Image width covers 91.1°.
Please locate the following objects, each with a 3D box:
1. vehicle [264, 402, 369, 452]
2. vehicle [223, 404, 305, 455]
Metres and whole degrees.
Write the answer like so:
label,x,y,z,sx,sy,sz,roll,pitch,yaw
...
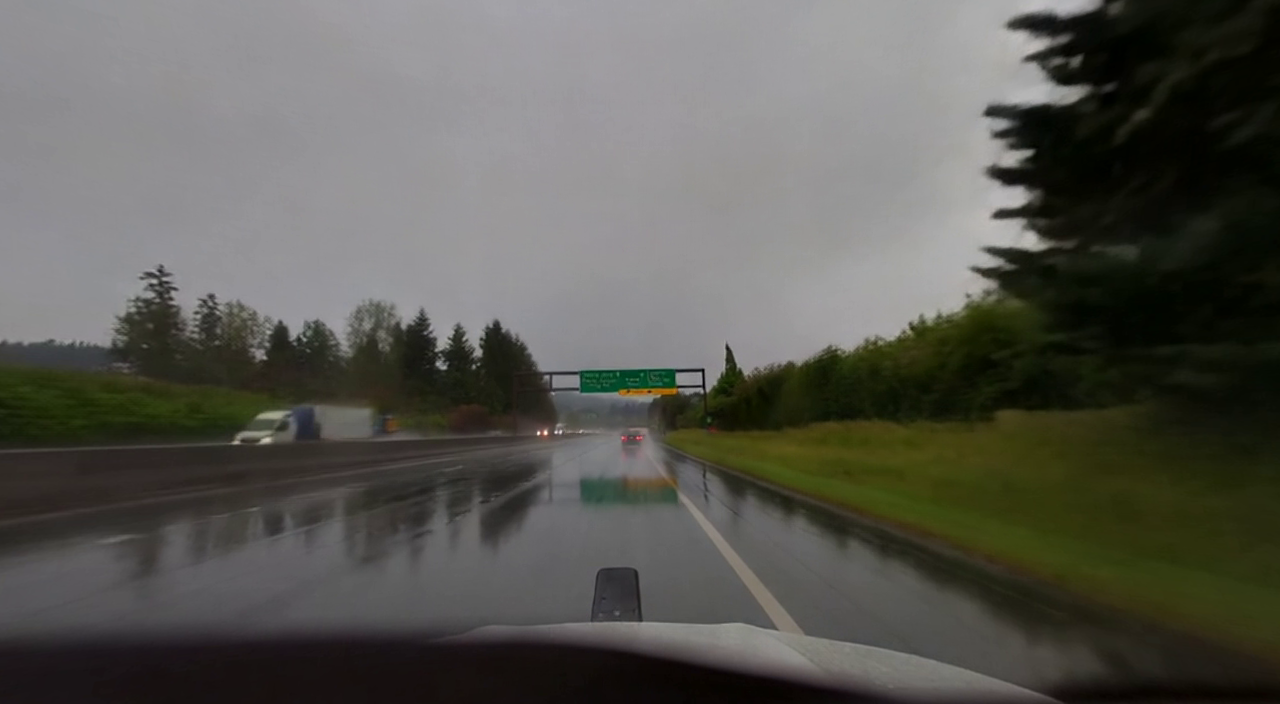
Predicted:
label,x,y,z,sx,sy,sz,roll,pitch,yaw
vehicle,-24.652,5.873,48.717,2.715,3.424,10.329,0,-8,0
vehicle,-24.536,5.089,41.235,2.875,3.132,3.793,0,-8,-1
